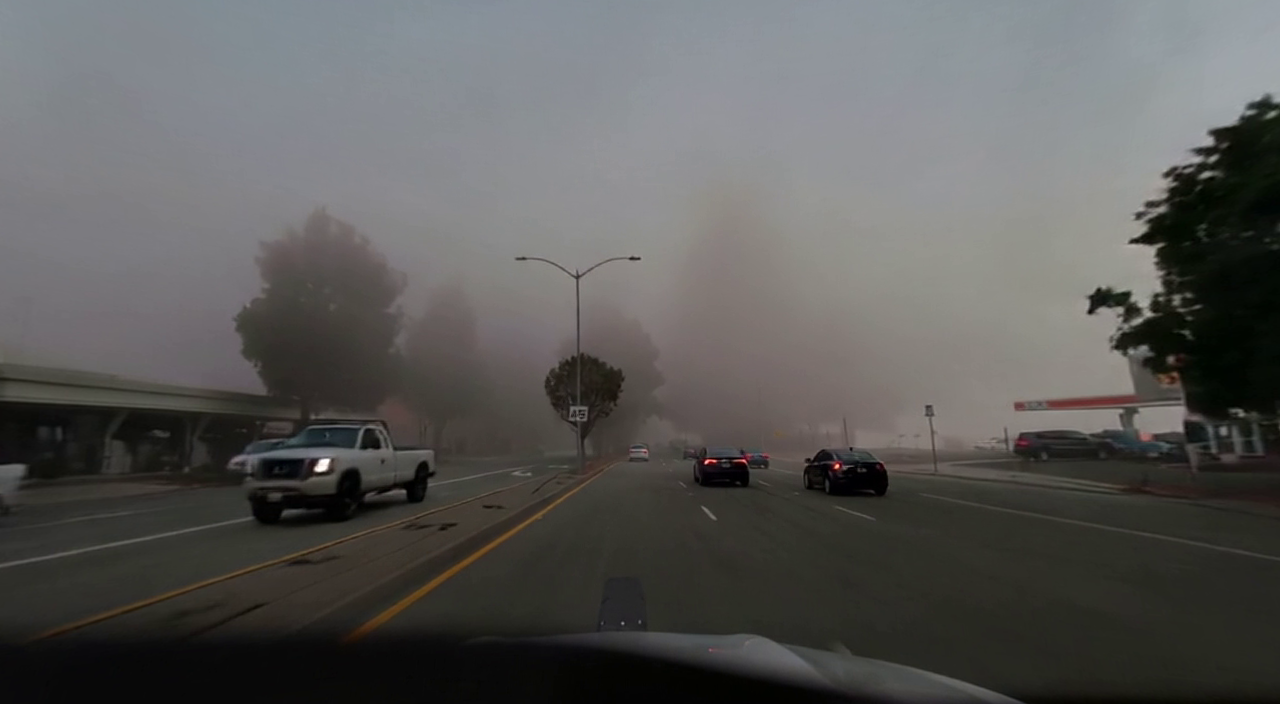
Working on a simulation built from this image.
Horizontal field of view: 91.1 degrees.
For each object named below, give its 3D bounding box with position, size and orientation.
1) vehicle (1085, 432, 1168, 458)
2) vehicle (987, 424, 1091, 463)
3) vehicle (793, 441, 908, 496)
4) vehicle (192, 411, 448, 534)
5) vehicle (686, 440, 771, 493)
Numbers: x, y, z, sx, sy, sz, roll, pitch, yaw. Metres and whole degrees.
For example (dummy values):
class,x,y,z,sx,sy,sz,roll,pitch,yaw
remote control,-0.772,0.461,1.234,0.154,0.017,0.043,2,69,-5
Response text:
class,x,y,z,sx,sy,sz,roll,pitch,yaw
vehicle,29.260,5.613,37.929,1.933,1.463,4.033,0,-8,3
vehicle,23.813,5.534,37.870,2.152,2.069,6.067,-2,-8,-1
vehicle,6.279,3.504,19.345,1.918,1.484,4.456,0,-8,-1
vehicle,-5.511,2.156,11.896,2.016,1.770,5.300,0,-8,1
vehicle,2.673,3.597,20.136,1.971,1.479,4.493,0,-8,-1
